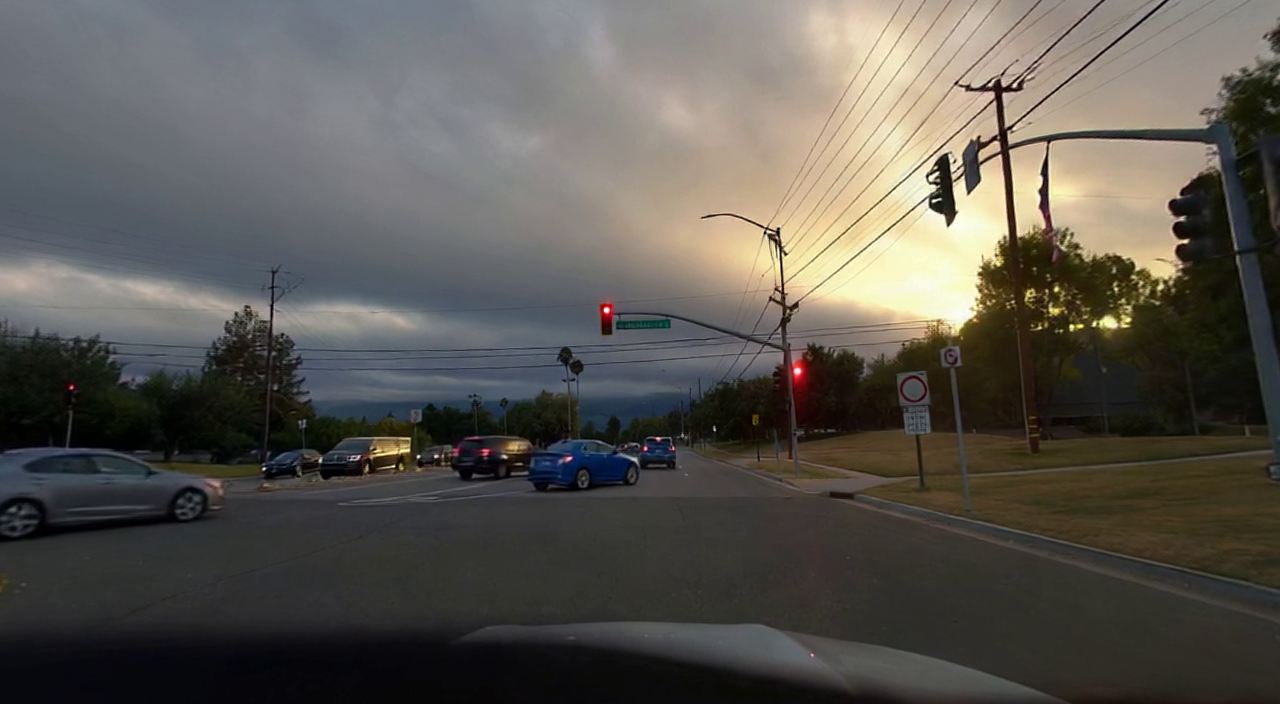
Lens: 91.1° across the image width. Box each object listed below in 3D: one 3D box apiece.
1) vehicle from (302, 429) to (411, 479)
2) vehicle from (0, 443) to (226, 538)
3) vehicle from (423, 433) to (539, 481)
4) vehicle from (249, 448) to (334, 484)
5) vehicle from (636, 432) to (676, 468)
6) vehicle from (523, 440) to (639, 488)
[{"bbox_3d":[-13.129,4.769,29.616,2.350,2.104,5.828,0,-8,1],"label":"vehicle"},{"bbox_3d":[-10.057,2.307,10.850,4.621,1.440,2.129,4,-10,-29],"label":"vehicle"},{"bbox_3d":[-6.429,4.336,26.165,1.929,1.750,5.044,-4,-10,24],"label":"vehicle"},{"bbox_3d":[-17.090,5.597,31.012,1.942,1.477,3.957,-4,-9,0],"label":"vehicle"},{"bbox_3d":[1.052,5.875,37.902,2.137,1.986,5.930,-1,-8,4],"label":"vehicle"},{"bbox_3d":[-1.861,3.761,21.547,2.019,1.455,4.529,-4,-9,23],"label":"vehicle"}]
